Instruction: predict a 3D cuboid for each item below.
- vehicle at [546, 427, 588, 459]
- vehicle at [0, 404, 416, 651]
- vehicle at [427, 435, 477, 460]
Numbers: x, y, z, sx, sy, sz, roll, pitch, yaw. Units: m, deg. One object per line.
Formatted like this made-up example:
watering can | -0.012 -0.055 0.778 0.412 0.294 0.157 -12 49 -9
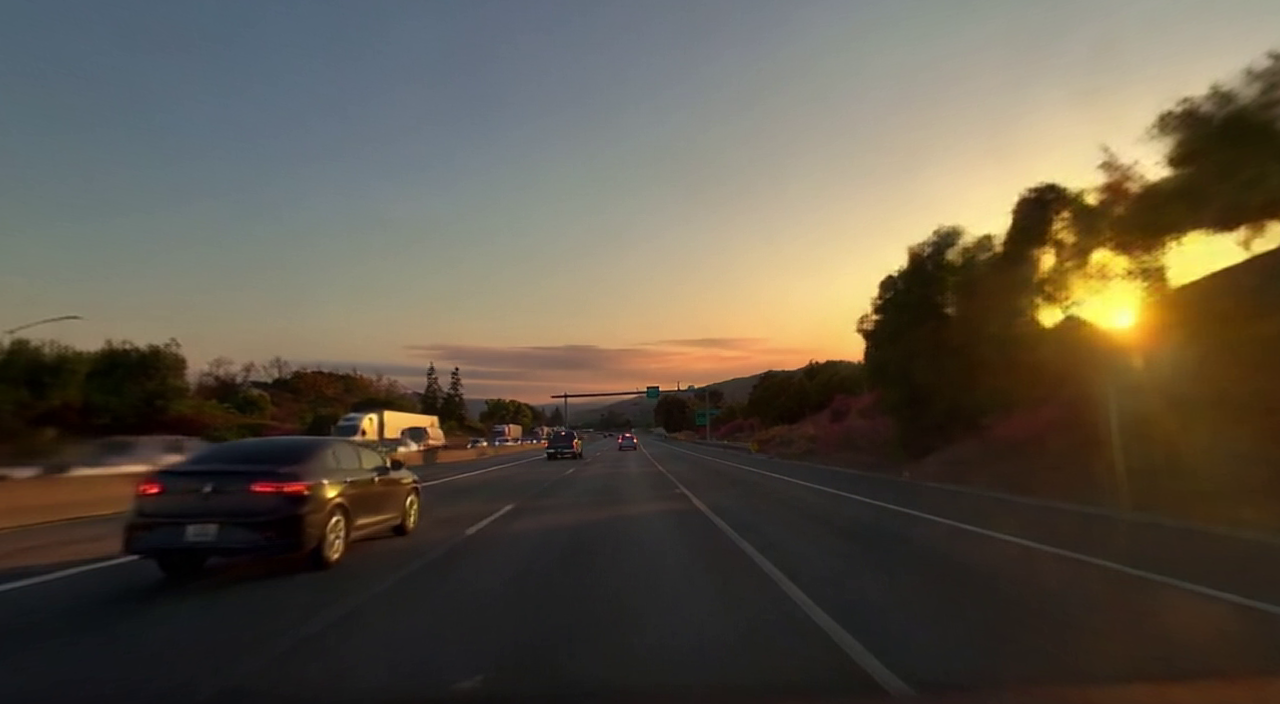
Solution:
vehicle | -4.641 5.854 40.589 2.115 1.887 4.721 0 -8 0
vehicle | -3.925 1.398 6.133 1.953 1.550 4.167 0 -8 0
vehicle | -13.225 6.703 44.548 2.064 1.646 4.738 0 -8 0
